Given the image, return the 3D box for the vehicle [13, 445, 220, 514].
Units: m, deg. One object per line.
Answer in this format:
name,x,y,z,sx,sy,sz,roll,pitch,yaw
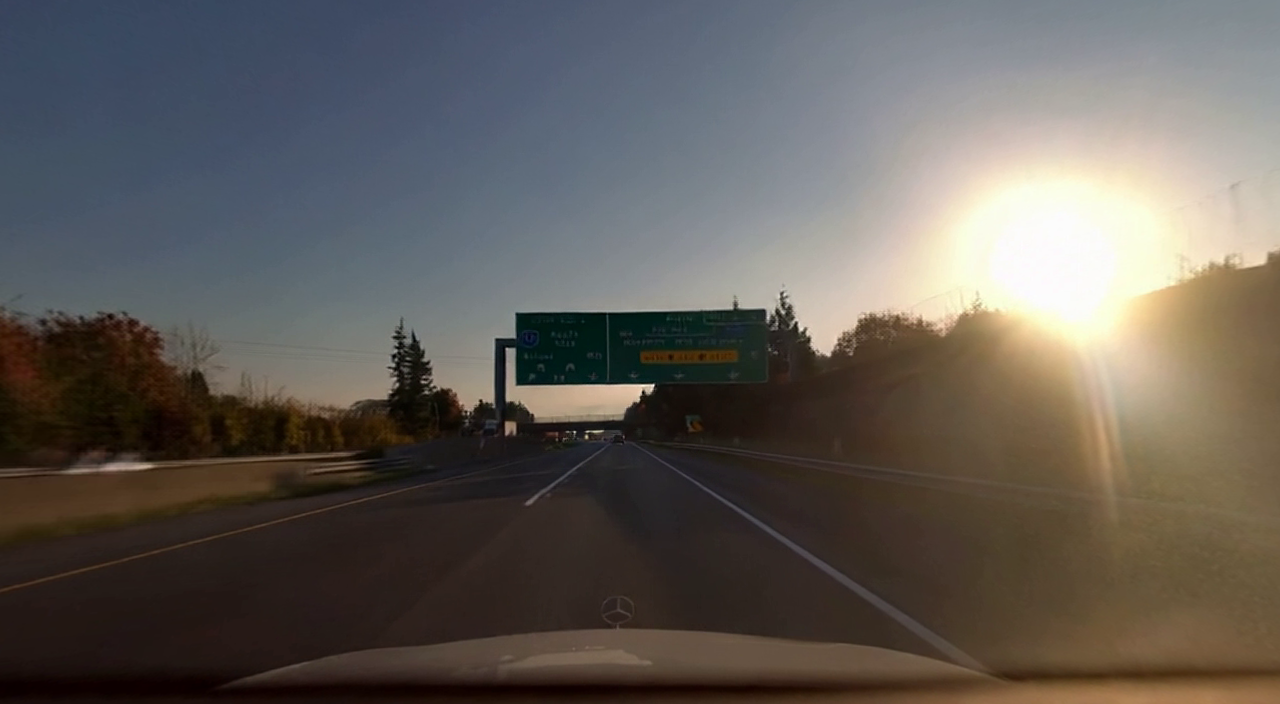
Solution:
vehicle,-13.138,3.161,16.242,1.912,1.471,4.024,0,-8,-1
